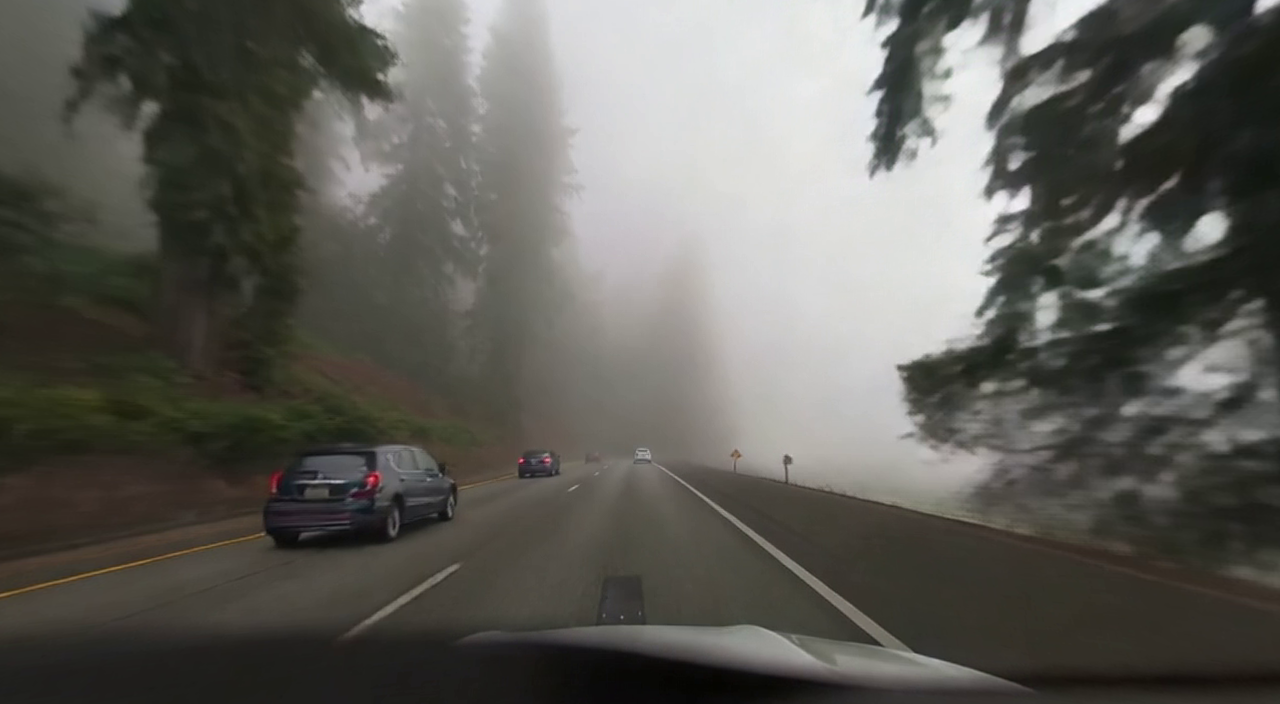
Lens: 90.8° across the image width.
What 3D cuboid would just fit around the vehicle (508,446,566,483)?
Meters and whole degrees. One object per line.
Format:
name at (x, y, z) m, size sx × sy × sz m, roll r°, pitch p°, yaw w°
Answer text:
vehicle at (-4.542, 5.010, 28.383) m, size 1.838 × 1.508 × 4.317 m, roll 0°, pitch -9°, yaw 0°

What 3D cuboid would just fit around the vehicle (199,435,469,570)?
vehicle at (-3.959, 1.984, 9.050) m, size 1.897 × 1.481 × 3.859 m, roll 0°, pitch -9°, yaw 0°
